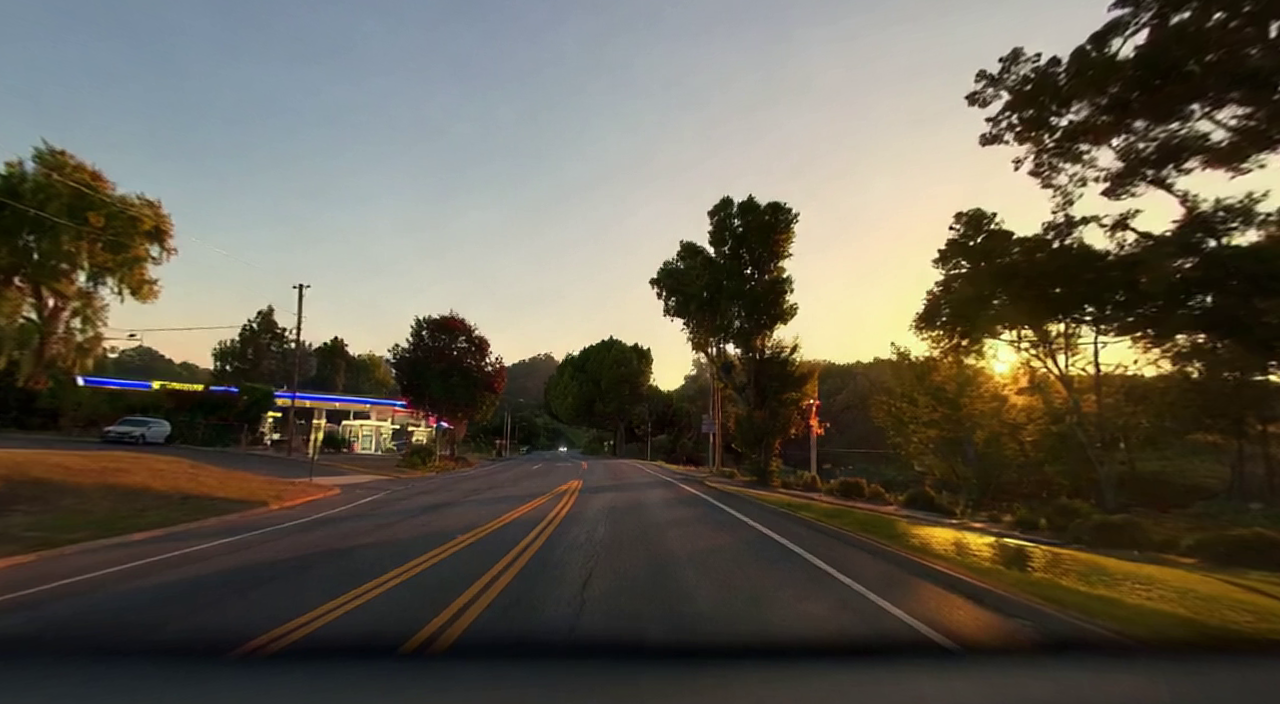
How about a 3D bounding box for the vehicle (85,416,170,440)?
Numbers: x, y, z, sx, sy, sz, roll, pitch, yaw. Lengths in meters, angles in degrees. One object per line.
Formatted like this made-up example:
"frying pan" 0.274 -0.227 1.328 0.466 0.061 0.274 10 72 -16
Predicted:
"vehicle" -34.830 5.183 42.907 4.399 1.566 1.882 -2 -9 9
